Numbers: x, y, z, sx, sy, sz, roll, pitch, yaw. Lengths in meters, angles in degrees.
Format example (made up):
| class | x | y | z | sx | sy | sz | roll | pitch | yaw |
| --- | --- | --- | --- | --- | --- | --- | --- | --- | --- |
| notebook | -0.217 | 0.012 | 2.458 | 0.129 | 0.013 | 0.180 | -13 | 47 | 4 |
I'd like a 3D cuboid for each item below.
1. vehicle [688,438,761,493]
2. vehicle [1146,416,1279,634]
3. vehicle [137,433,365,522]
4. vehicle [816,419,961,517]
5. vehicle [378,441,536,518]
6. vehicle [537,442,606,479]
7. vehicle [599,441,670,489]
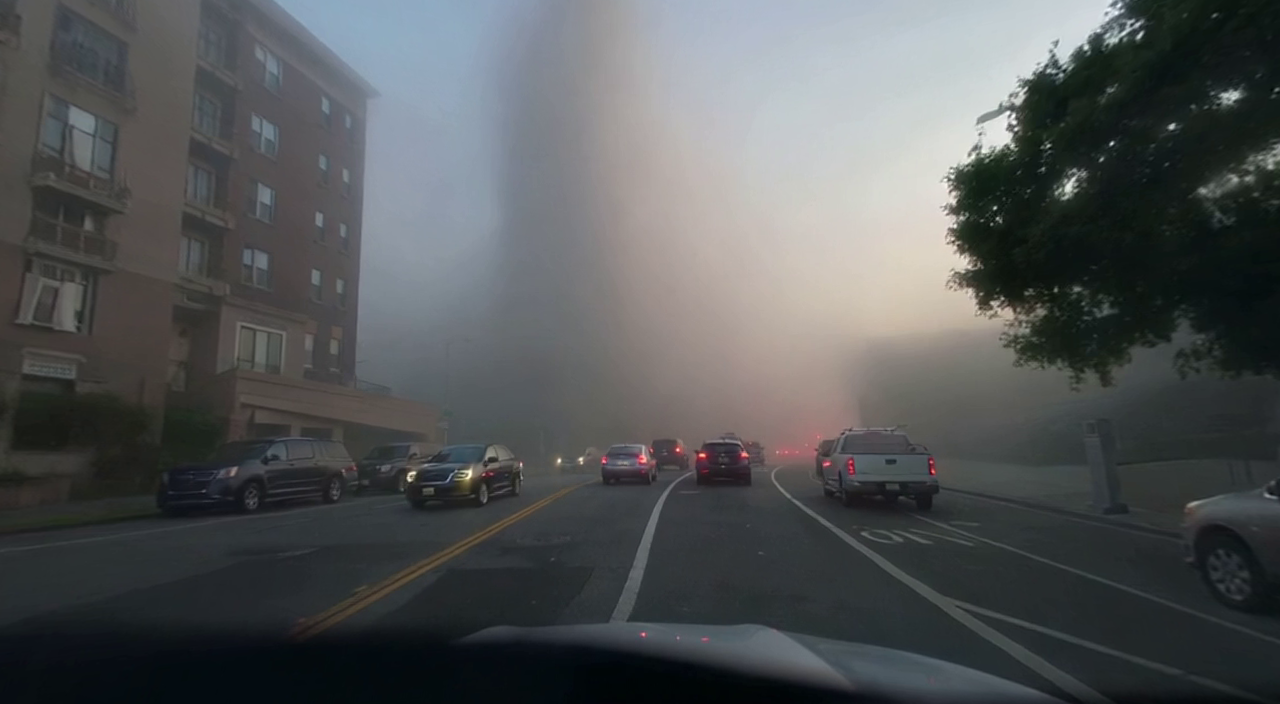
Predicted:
| class | x | y | z | sx | sy | sz | roll | pitch | yaw |
| --- | --- | --- | --- | --- | --- | --- | --- | --- | --- |
| vehicle | 2.656 | 3.435 | 19.486 | 1.982 | 1.510 | 4.144 | -1 | -8 | 9 |
| vehicle | 5.216 | 1.029 | 3.242 | 2.028 | 1.487 | 4.640 | -2 | -9 | 11 |
| vehicle | -9.444 | 3.046 | 16.009 | 2.070 | 1.854 | 4.985 | -2 | -8 | 9 |
| vehicle | 5.230 | 2.470 | 13.971 | 2.088 | 1.775 | 4.454 | -2 | -9 | 10 |
| vehicle | -3.978 | 2.843 | 14.730 | 2.028 | 1.478 | 4.682 | -1 | -8 | 4 |
| vehicle | -3.063 | 5.006 | 29.287 | 2.086 | 1.565 | 4.281 | -2 | -9 | 9 |
| vehicle | -0.094 | 3.801 | 21.590 | 2.031 | 1.461 | 3.763 | -1 | -8 | 6 |
